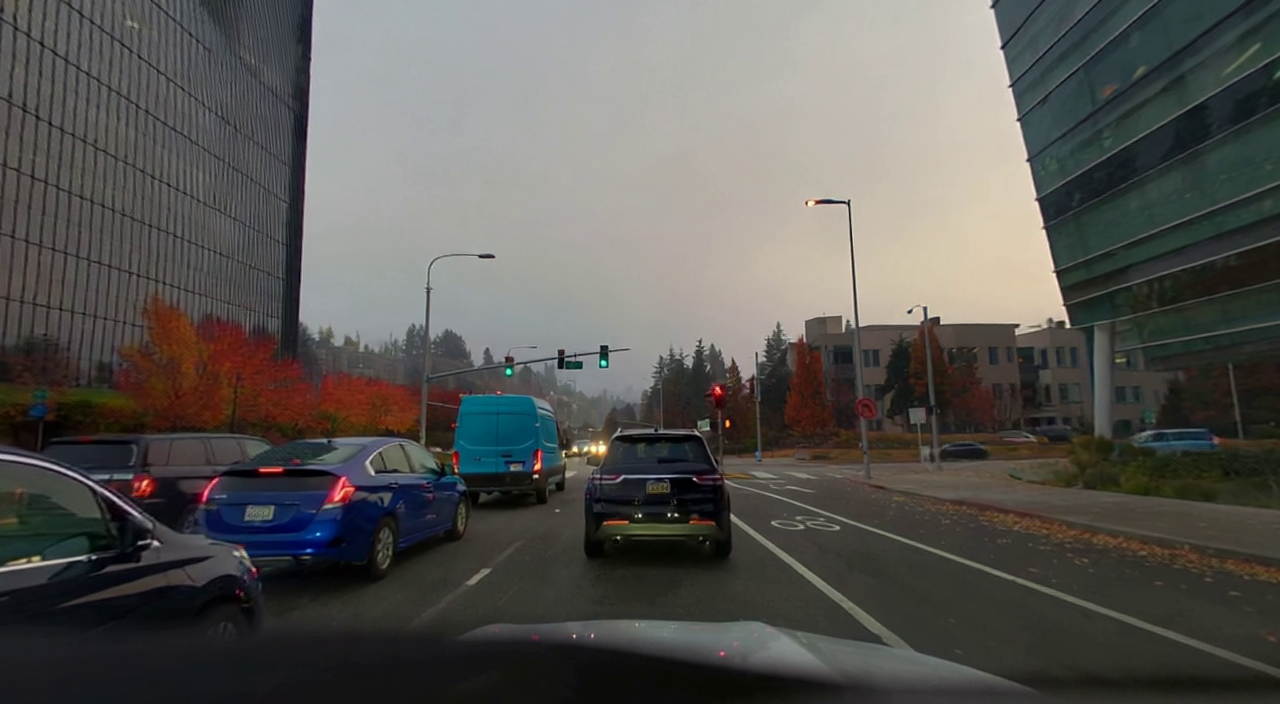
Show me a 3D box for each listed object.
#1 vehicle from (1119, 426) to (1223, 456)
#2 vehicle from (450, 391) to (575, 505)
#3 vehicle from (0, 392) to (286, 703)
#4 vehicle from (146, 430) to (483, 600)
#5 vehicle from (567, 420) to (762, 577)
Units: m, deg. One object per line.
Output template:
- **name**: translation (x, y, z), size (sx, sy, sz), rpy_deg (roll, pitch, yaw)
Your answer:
- **vehicle**: translation (28.543, 4.827, 33.918), size (1.762, 1.487, 4.488), rpy_deg (-1, -9, 1)
- **vehicle**: translation (-3.273, 2.675, 17.565), size (2.343, 2.635, 5.684), rpy_deg (0, -9, 0)
- **vehicle**: translation (-2.903, 0.820, 1.525), size (1.893, 1.491, 3.798), rpy_deg (0, -9, -1)
- **vehicle**: translation (-3.486, 1.809, 7.845), size (1.955, 1.499, 4.223), rpy_deg (0, -9, 0)
- **vehicle**: translation (0.189, 1.775, 8.247), size (1.979, 1.562, 3.630), rpy_deg (0, -9, -2)
